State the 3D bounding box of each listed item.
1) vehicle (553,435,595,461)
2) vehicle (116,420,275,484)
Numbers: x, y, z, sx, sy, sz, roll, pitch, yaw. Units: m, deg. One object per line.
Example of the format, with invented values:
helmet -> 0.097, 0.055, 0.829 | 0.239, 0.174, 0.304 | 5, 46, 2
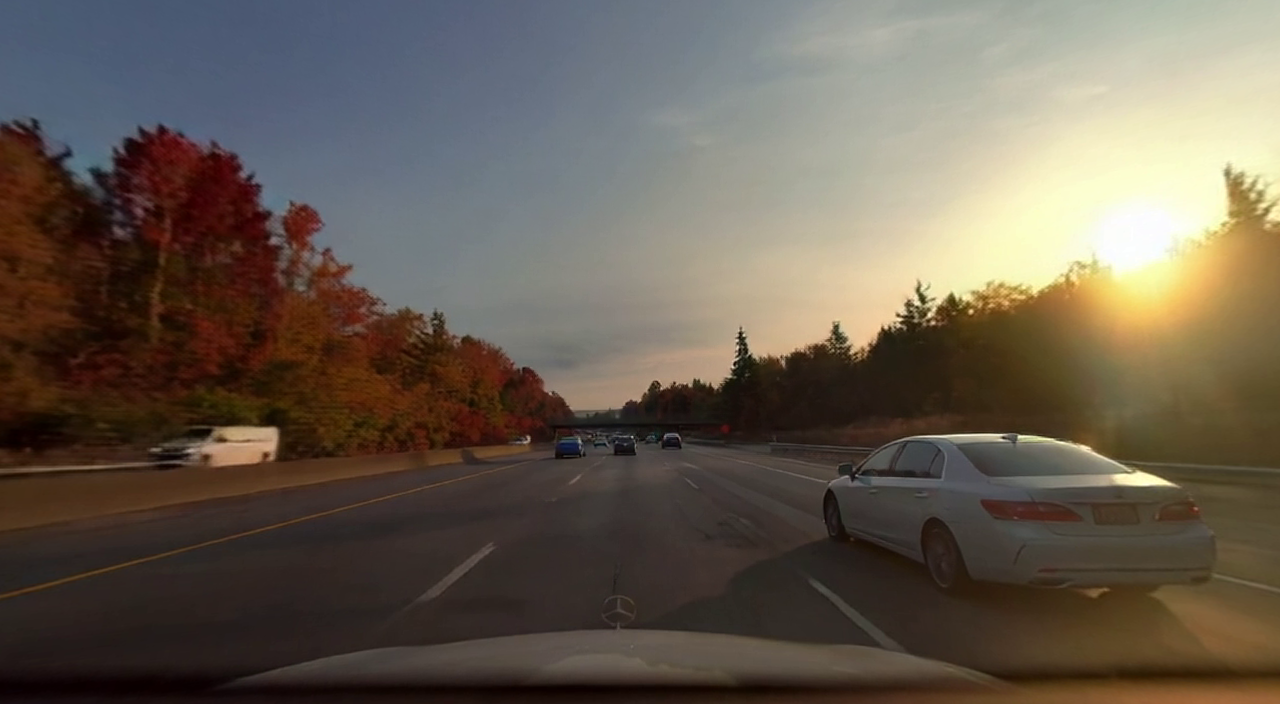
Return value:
vehicle -> -4.038, 5.929, 39.092 | 2.103, 1.507, 4.367 | 0, -8, 0
vehicle -> -19.973, 4.524, 28.853 | 2.331, 2.541, 6.872 | 0, -8, -1
